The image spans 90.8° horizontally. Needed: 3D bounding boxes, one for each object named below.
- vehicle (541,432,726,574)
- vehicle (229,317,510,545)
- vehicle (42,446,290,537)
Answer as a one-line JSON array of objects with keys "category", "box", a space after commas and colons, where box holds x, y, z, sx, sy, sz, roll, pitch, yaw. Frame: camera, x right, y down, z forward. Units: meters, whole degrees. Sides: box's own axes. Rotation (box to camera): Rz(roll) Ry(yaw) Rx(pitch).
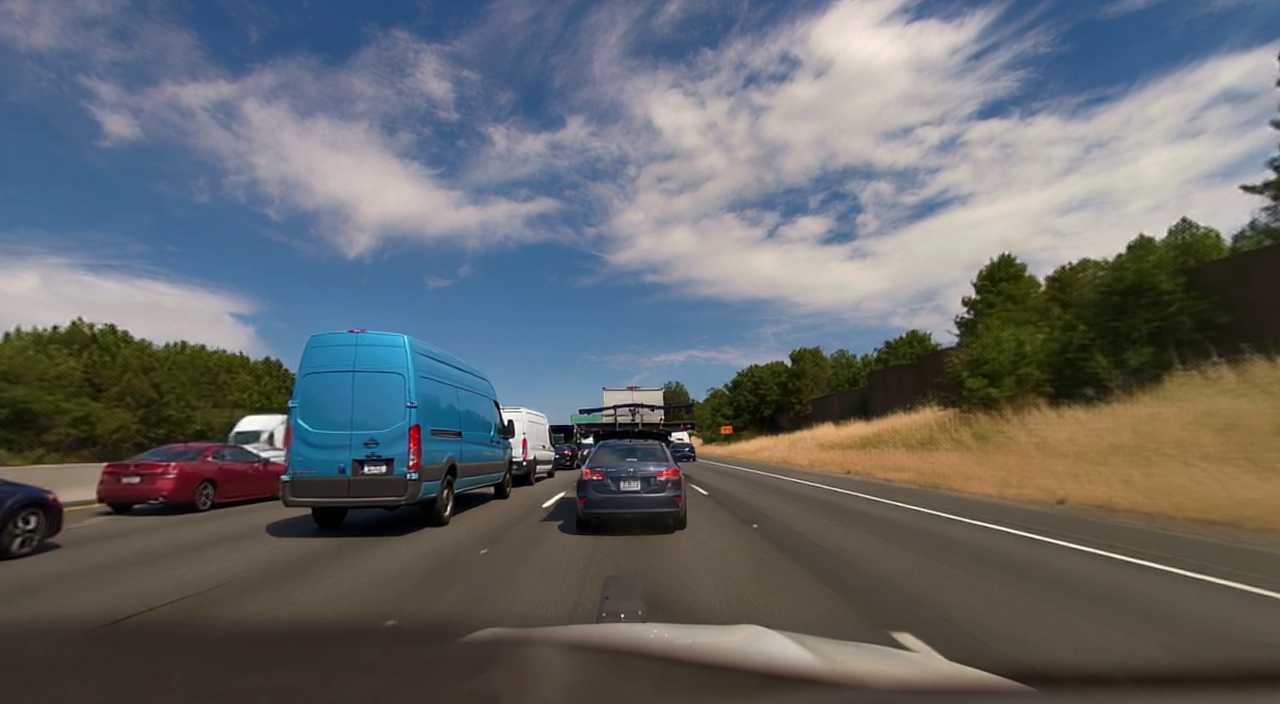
[{"category": "vehicle", "box": [-0.097, 1.905, 8.604, 1.995, 1.495, 3.380, 0, -9, -1]}, {"category": "vehicle", "box": [-4.083, 1.472, 11.356, 2.254, 2.879, 6.656, 0, -9, -2]}, {"category": "vehicle", "box": [-8.905, 2.600, 12.393, 1.797, 1.466, 3.924, 0, -9, 0]}]
